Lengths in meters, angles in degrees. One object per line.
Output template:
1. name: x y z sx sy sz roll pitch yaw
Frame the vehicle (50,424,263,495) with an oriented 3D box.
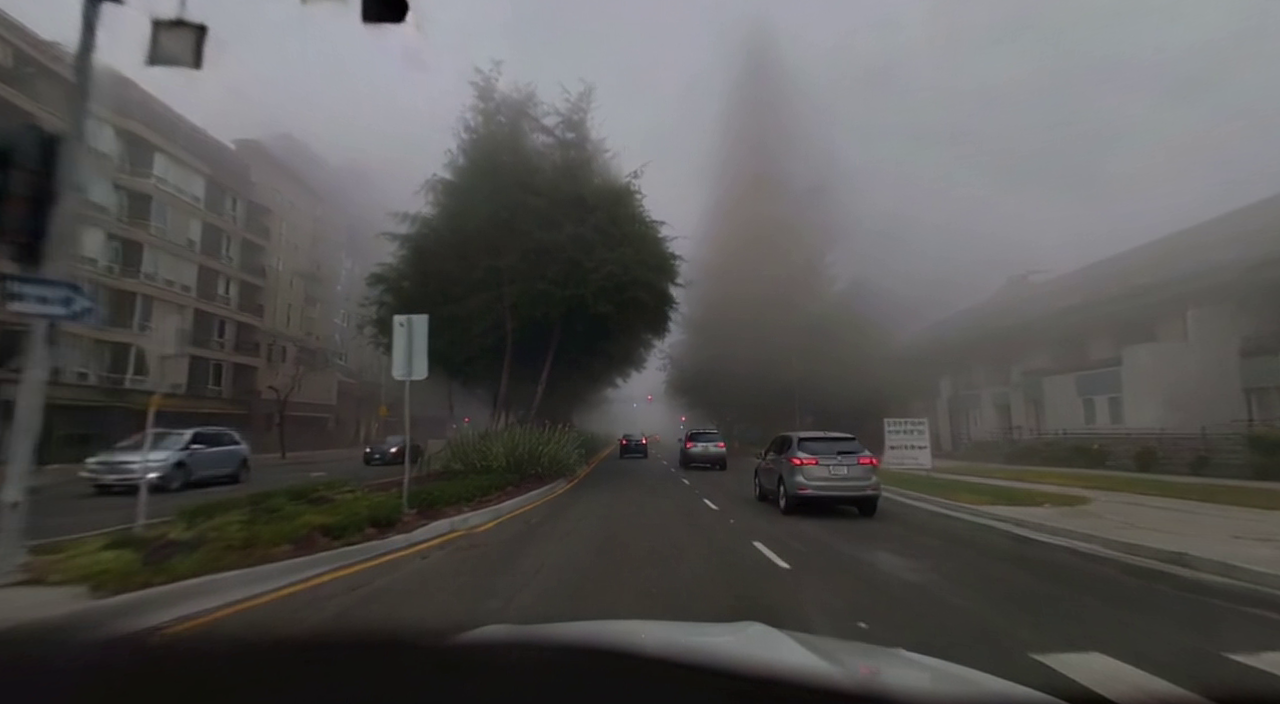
1. vehicle: -12.185 2.715 16.440 1.969 1.566 4.549 0 -8 -1

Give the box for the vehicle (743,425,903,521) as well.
1. vehicle: 3.454 2.333 12.841 1.906 1.608 4.137 0 -8 -1

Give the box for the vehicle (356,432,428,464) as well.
1. vehicle: -12.788 4.954 32.845 1.926 1.446 4.565 -1 -8 0

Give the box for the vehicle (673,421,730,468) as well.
1. vehicle: 2.633 4.109 28.236 2.206 1.858 5.332 1 -8 2

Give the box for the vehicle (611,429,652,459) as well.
1. vehicle: -0.489 4.969 34.282 2.059 1.492 3.925 0 -8 -2
